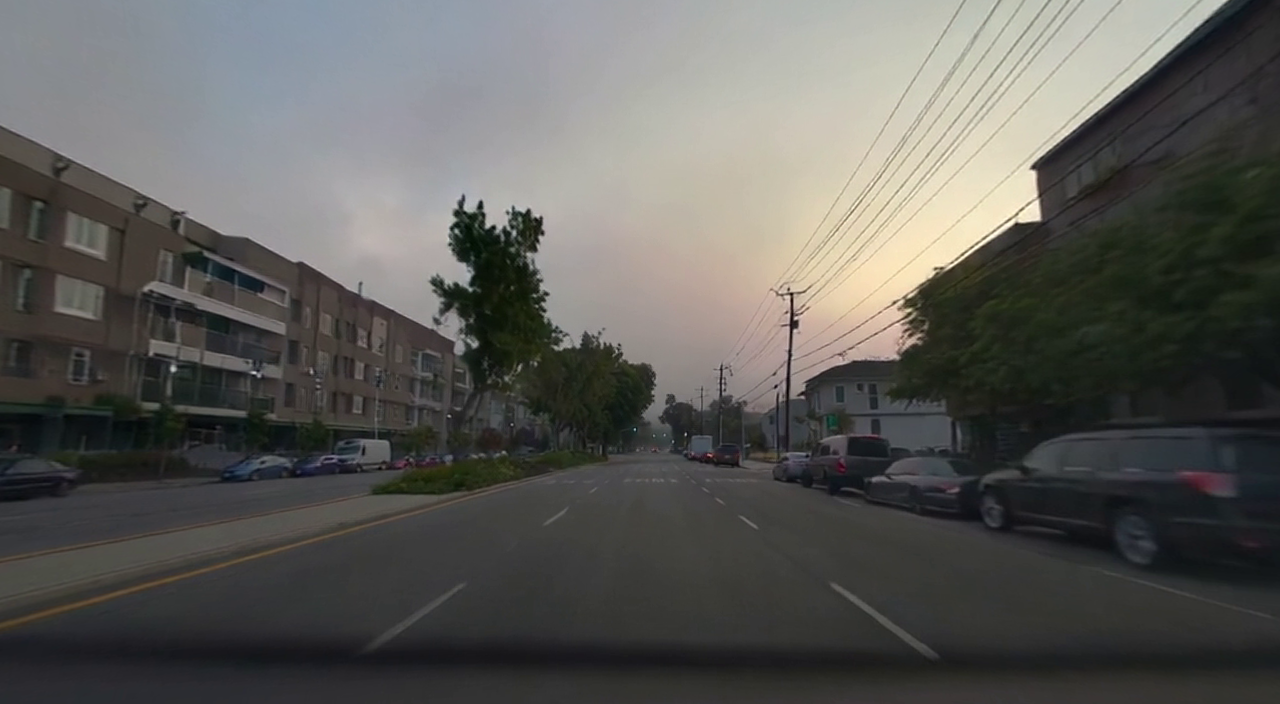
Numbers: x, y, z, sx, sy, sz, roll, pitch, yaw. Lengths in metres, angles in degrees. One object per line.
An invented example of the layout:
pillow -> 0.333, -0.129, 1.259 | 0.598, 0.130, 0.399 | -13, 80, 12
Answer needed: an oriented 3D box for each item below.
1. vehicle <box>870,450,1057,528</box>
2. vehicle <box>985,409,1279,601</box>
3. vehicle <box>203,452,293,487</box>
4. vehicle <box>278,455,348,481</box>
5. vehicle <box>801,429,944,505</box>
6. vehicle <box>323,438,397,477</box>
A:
vehicle -> 6.821, 2.885, 13.910 | 1.896, 1.399, 4.196 | 0, -8, 0
vehicle -> 6.919, 1.807, 8.402 | 1.998, 1.819, 4.621 | 0, -8, 0
vehicle -> -22.258, 6.658, 36.044 | 2.116, 1.813, 4.674 | 0, -8, 0
vehicle -> -21.954, 7.788, 42.561 | 2.004, 1.586, 4.962 | 0, -8, 0
vehicle -> 7.106, 3.572, 20.217 | 2.197, 2.019, 6.225 | 0, -8, 0
vehicle -> -21.984, 8.301, 49.967 | 2.397, 2.865, 7.296 | 0, -8, 1
